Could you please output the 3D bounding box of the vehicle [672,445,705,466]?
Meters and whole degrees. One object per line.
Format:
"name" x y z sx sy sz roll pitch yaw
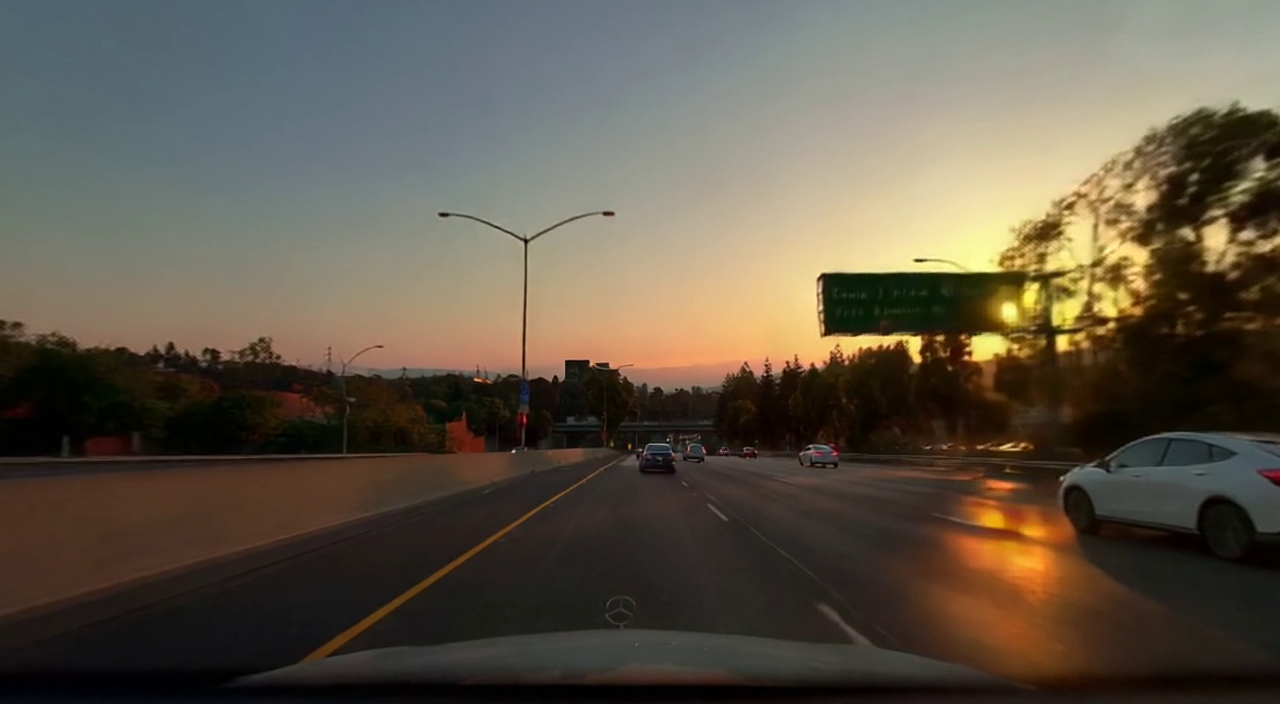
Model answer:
"vehicle" 3.433 7.439 45.434 1.993 1.427 4.204 0 -9 -1

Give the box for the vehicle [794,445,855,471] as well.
"vehicle" 10.894 6.297 37.751 2.087 1.442 4.834 0 -8 -1

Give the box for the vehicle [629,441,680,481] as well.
"vehicle" 0.516 4.604 27.096 1.864 1.566 4.446 0 -8 -3

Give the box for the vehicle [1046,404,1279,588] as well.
"vehicle" 6.918 1.479 6.811 2.027 1.679 4.543 0 -9 0
